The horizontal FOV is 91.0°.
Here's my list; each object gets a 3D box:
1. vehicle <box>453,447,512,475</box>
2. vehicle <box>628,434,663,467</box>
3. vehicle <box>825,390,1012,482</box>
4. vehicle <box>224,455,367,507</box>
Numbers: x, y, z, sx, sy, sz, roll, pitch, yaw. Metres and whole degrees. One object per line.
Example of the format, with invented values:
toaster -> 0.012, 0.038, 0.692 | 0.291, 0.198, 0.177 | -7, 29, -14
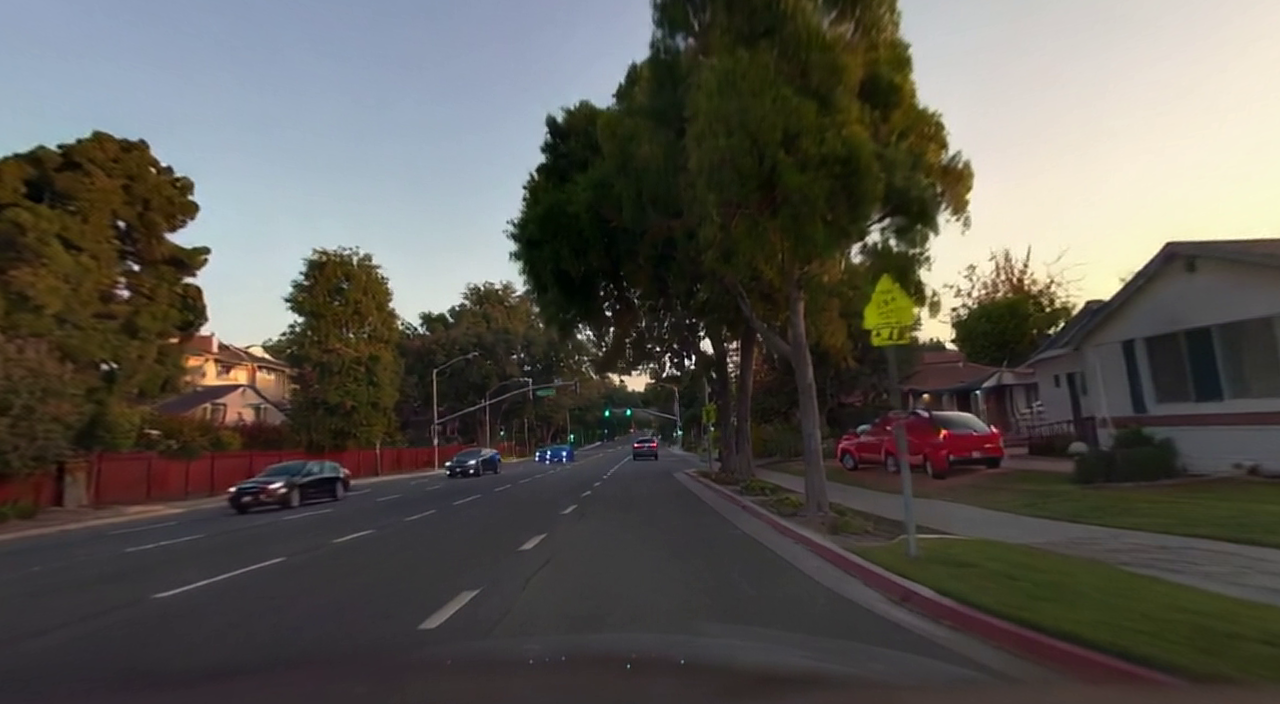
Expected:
vehicle -> -10.269, 7.132, 41.488 | 2.297, 1.566, 4.908 | -3, -9, 5
vehicle -> 0.339, 6.112, 39.191 | 2.059, 1.908, 4.714 | 0, -8, 0
vehicle -> 7.944, 2.592, 19.104 | 2.531, 2.263, 6.802 | 0, -9, 0
vehicle -> -11.803, 4.416, 22.062 | 2.176, 1.528, 4.750 | -1, -8, 3
